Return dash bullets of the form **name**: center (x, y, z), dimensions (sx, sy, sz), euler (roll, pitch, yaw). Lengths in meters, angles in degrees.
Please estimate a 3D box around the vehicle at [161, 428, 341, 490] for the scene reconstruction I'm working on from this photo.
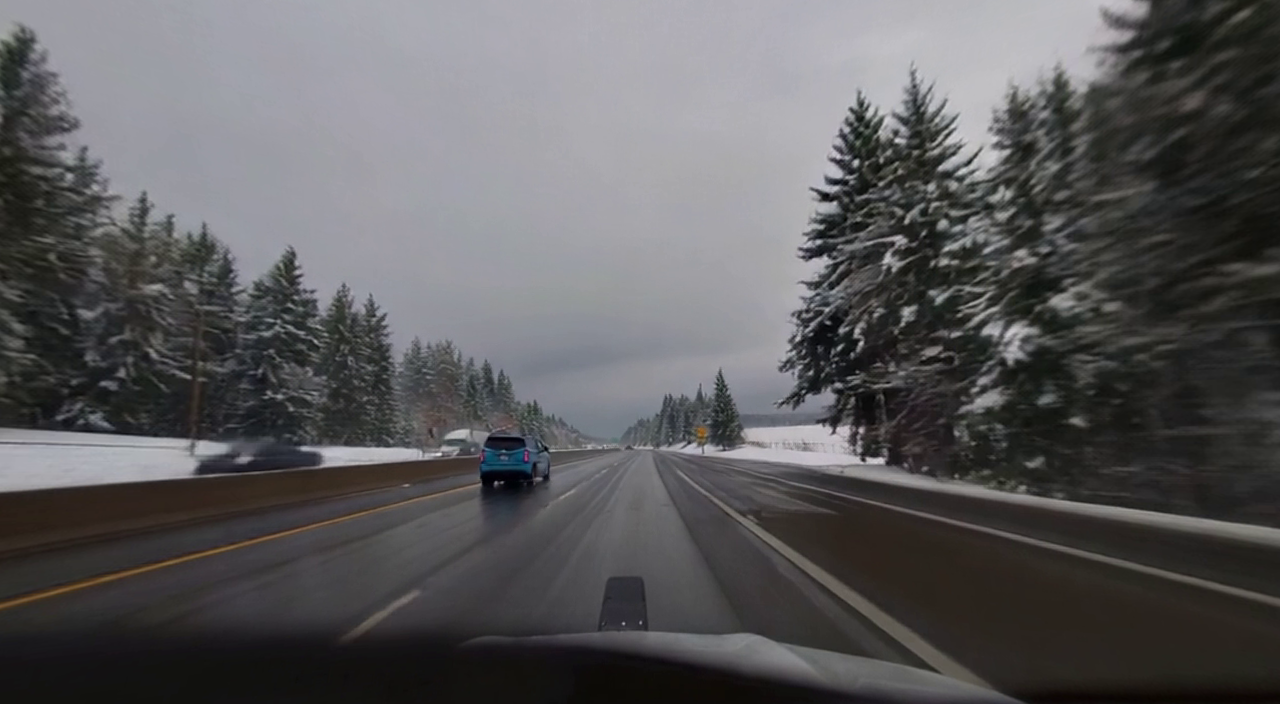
- **vehicle**: center (-13.586, 3.794, 22.770), dimensions (2.516, 1.910, 6.199), euler (-1, -8, 1)

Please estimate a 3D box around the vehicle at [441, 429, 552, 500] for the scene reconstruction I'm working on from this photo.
- **vehicle**: center (-3.949, 3.172, 18.212), dimensions (2.084, 1.752, 4.479), euler (-1, -8, 1)
